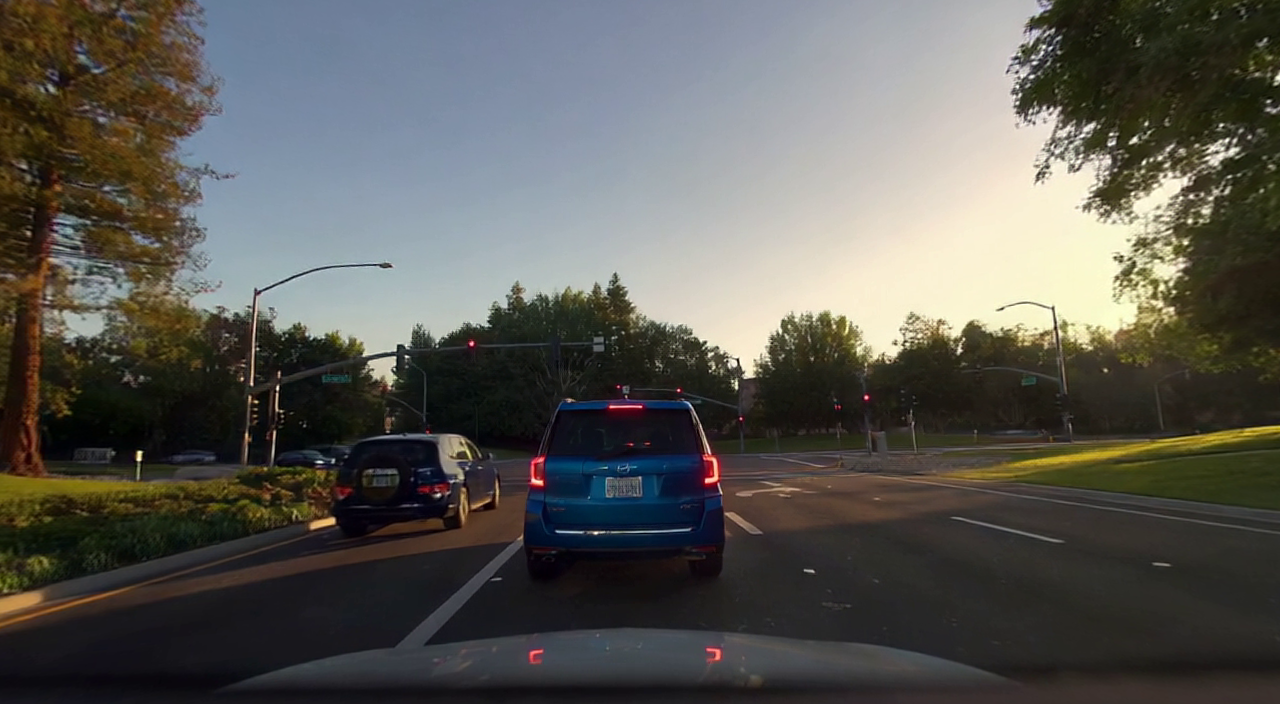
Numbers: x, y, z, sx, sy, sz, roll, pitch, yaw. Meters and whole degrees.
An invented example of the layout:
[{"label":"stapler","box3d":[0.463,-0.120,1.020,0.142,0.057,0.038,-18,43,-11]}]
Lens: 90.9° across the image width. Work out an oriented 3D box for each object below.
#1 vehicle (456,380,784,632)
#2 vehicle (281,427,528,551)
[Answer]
[{"label":"vehicle","box3d":[-0.162,1.385,6.598,2.298,1.770,4.138,0,-8,-1]},{"label":"vehicle","box3d":[-3.356,2.067,10.362,2.061,1.504,5.142,0,-8,0]}]
